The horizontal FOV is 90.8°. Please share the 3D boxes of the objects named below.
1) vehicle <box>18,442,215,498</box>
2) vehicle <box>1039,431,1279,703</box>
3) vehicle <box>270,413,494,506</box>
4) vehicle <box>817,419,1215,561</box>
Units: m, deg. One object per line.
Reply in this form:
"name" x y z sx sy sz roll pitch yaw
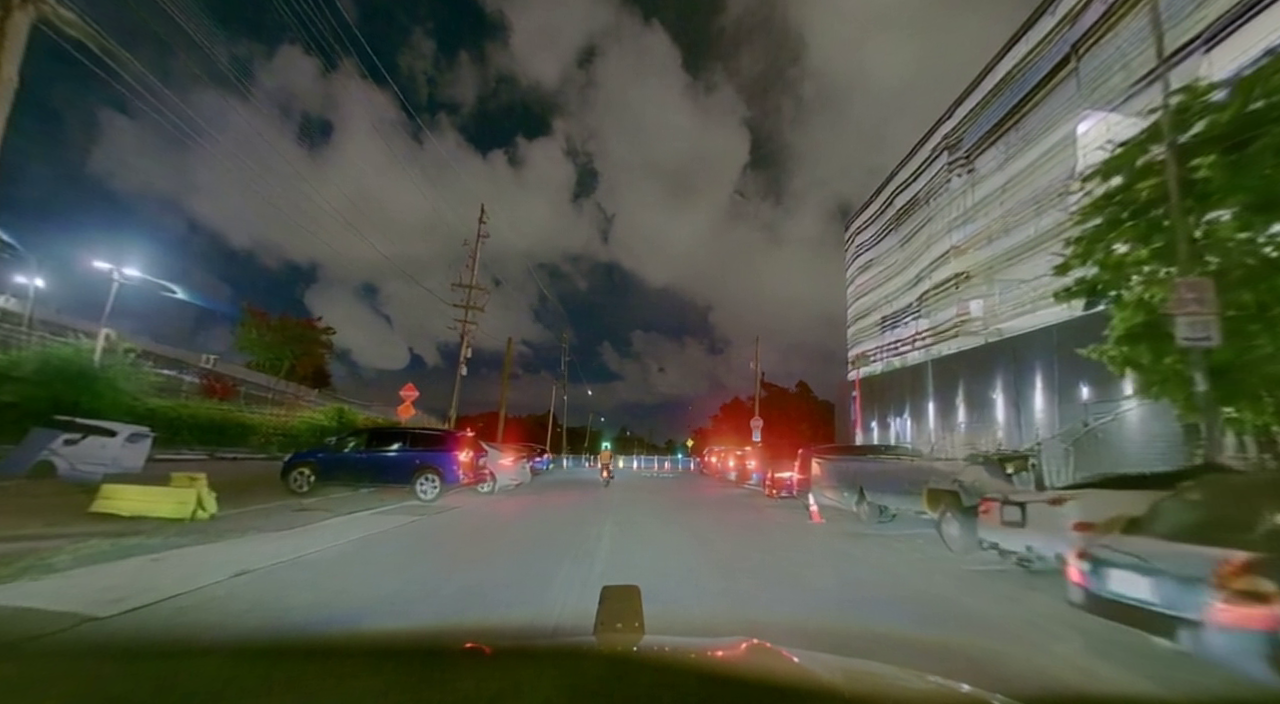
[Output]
"vehicle" -15.698 3.525 19.370 1.840 1.477 4.693 -1 -8 3
"vehicle" 4.726 1.138 3.104 4.240 1.468 1.849 0 -8 -1
"vehicle" -6.431 2.731 16.175 4.727 1.976 1.970 3 -10 2
"vehicle" 5.032 1.897 9.080 4.402 1.770 1.933 -1 -8 3
